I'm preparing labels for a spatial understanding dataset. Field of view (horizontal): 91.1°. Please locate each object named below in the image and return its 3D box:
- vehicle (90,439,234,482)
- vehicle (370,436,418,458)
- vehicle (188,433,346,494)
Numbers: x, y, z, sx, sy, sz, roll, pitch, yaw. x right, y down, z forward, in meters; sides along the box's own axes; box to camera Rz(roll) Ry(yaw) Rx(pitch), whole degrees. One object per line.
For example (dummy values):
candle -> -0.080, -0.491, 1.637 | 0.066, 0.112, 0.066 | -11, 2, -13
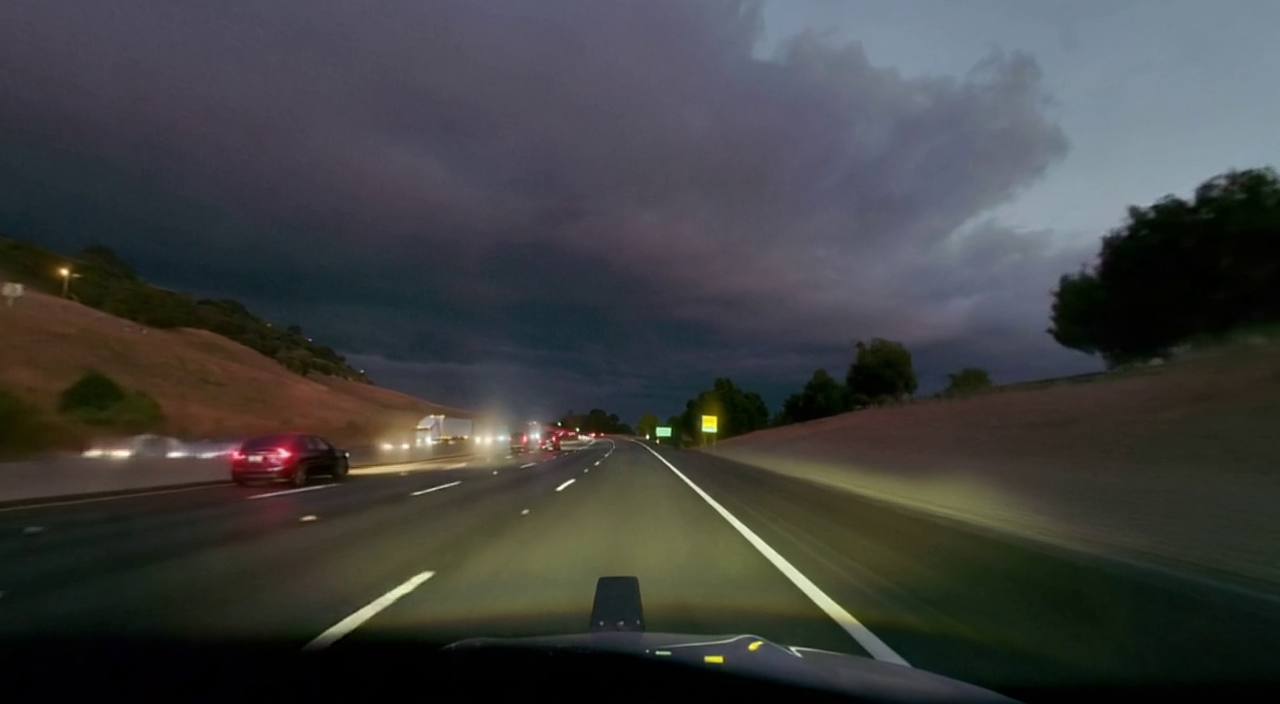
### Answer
vehicle -> -18.200, 4.122, 24.239 | 1.909, 1.482, 4.647 | 0, -8, 0
vehicle -> -18.357, 7.086, 46.990 | 1.889, 1.546, 4.305 | 0, -8, 0
vehicle -> -11.139, 3.352, 19.245 | 2.001, 1.625, 4.528 | 0, -8, 1
